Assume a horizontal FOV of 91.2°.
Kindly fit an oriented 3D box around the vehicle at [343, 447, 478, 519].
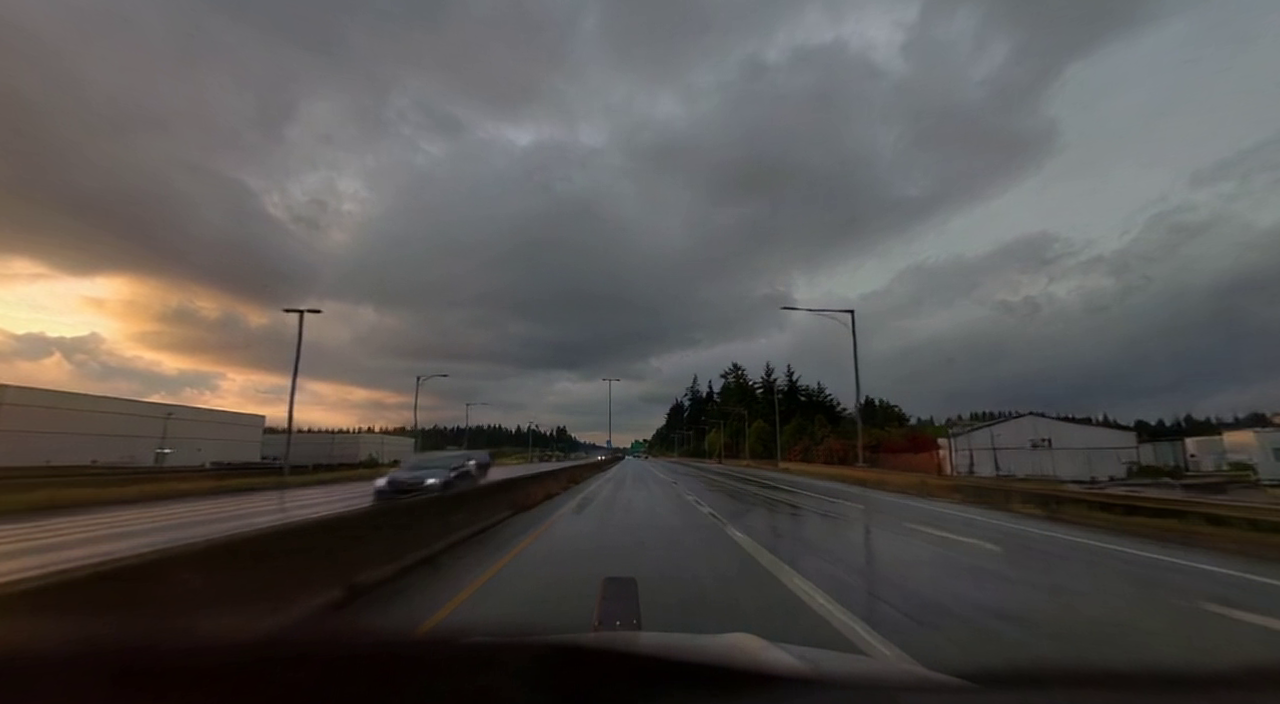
[{"bbox_3d":[-5.780,3.315,16.436,1.918,1.590,4.225,-1,-9,0],"label":"vehicle"}]
